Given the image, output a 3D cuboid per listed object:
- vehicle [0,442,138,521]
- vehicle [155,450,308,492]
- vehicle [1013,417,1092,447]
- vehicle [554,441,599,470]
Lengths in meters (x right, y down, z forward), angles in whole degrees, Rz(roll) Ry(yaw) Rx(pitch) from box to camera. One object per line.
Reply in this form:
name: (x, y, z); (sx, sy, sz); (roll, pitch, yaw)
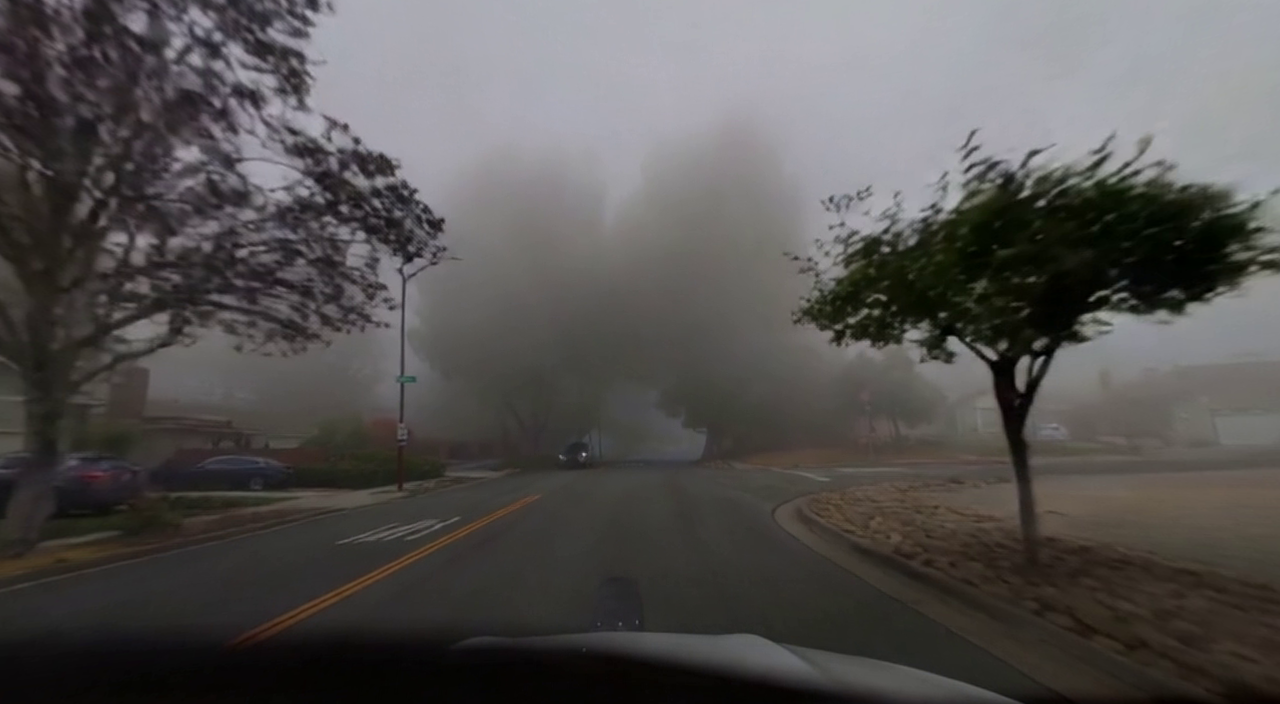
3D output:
vehicle: (-14.704, 2.945, 14.677); (4.237, 1.687, 1.970); (1, -9, -4)
vehicle: (-15.124, 4.392, 23.554); (4.370, 1.482, 1.926); (0, -9, 2)
vehicle: (23.522, 4.647, 36.238); (1.875, 1.609, 4.322); (-1, -9, 4)
vehicle: (-3.754, 6.189, 37.914); (2.025, 1.660, 4.151); (-1, -9, 4)
